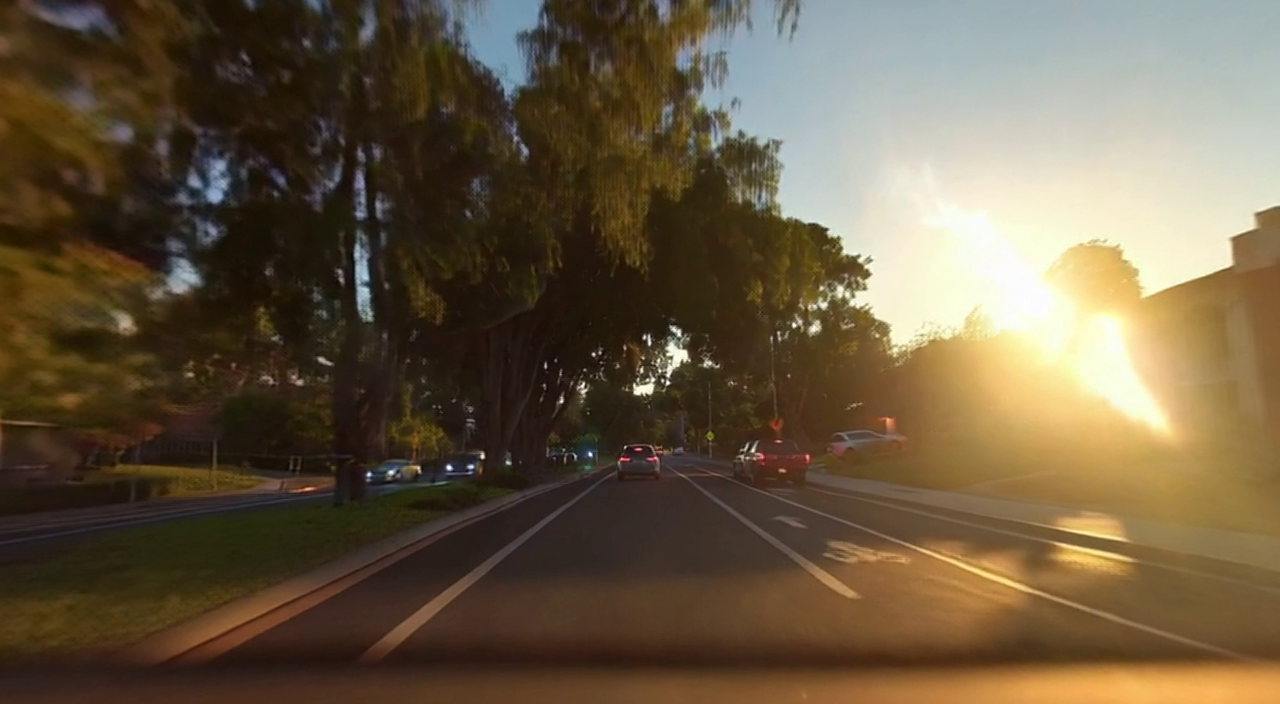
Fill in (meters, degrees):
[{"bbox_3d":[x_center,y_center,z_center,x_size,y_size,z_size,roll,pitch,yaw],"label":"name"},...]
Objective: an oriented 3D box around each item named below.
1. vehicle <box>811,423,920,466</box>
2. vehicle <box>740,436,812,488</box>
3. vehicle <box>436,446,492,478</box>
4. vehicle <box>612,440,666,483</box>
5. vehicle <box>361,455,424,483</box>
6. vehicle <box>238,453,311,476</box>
[{"bbox_3d":[11.849,4.931,33.494,4.919,1.886,2.086,-4,-10,2],"label":"vehicle"},{"bbox_3d":[5.067,4.145,24.260,2.045,1.776,4.851,-1,-8,4],"label":"vehicle"},{"bbox_3d":[-10.335,6.483,37.455,2.028,1.759,4.360,0,-8,0],"label":"vehicle"},{"bbox_3d":[-0.008,4.569,26.661,2.106,1.655,3.717,0,-8,1],"label":"vehicle"},{"bbox_3d":[-14.479,6.834,37.190,1.840,1.450,4.521,0,-8,1],"label":"vehicle"},{"bbox_3d":[-26.274,8.054,45.472,4.300,1.465,1.949,6,-10,-35],"label":"vehicle"}]
